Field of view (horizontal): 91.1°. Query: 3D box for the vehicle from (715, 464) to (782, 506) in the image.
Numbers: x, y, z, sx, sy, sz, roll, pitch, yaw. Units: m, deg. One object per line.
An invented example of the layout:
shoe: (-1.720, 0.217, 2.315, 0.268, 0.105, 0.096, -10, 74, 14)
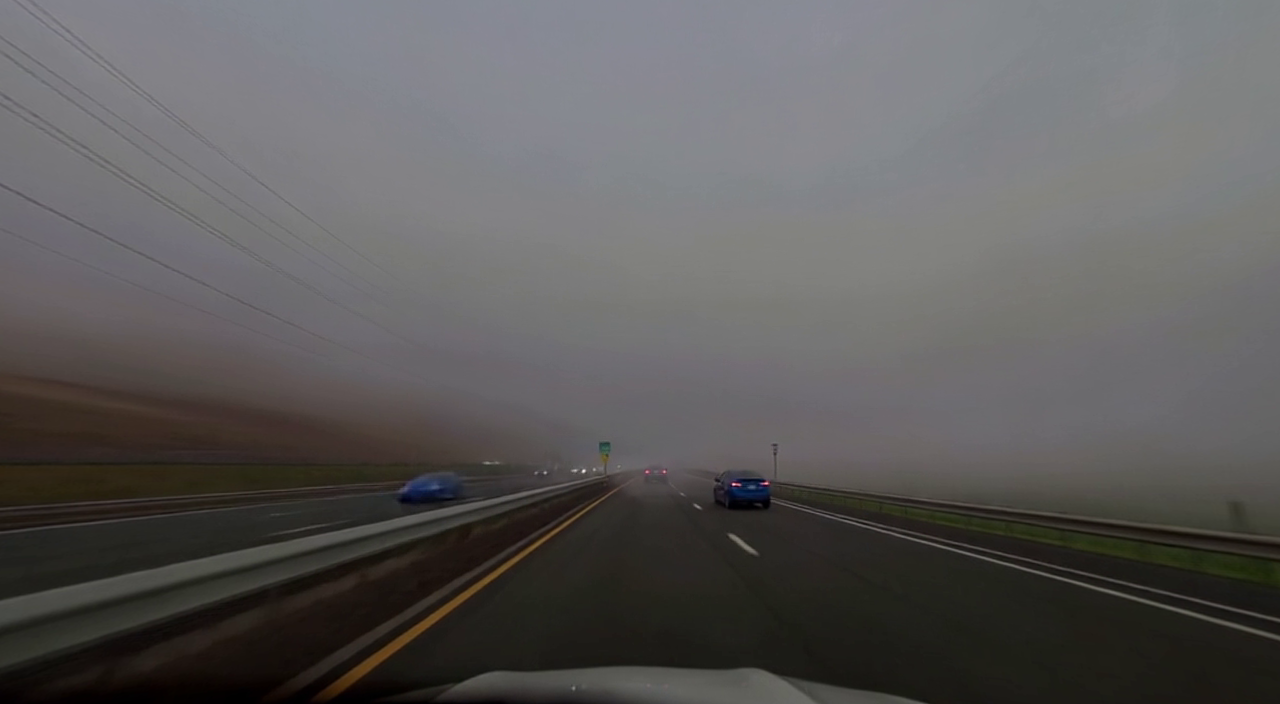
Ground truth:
vehicle: (4.311, 5.366, 25.680, 1.985, 1.521, 3.904, 1, -10, -1)

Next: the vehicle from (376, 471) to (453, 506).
vehicle: (-10.218, 6.210, 28.817, 1.889, 1.401, 4.199, 1, -10, 1)
